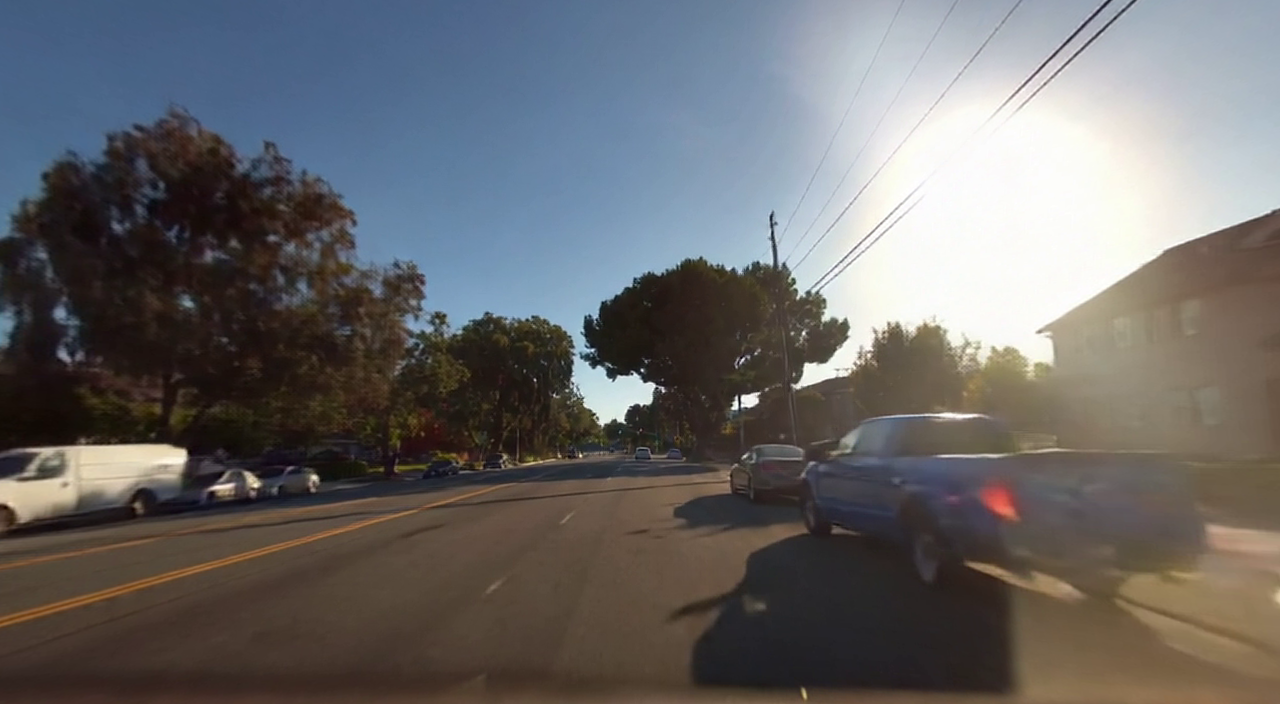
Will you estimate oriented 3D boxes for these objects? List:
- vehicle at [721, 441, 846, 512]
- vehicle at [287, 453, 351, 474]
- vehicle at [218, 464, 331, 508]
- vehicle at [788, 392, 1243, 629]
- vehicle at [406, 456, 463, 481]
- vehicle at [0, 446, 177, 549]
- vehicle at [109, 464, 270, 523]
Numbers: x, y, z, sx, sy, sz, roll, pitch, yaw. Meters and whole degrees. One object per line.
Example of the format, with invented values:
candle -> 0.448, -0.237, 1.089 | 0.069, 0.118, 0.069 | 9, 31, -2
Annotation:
vehicle -> 3.456, 3.094, 16.276 | 2.093, 1.524, 4.835 | 0, -9, 0
vehicle -> -24.154, 8.442, 47.641 | 3.894, 1.459, 1.638 | 0, -12, 0
vehicle -> -13.779, 5.044, 24.174 | 1.802, 1.402, 4.251 | -1, -9, 0
vehicle -> 3.531, 1.616, 7.655 | 2.112, 1.802, 5.474 | 0, -8, 0
vehicle -> -13.594, 7.715, 42.058 | 1.901, 1.481, 4.636 | -1, -9, 4
vehicle -> -13.665, 3.201, 14.319 | 2.155, 1.991, 5.722 | -3, -8, -2
vehicle -> -13.763, 4.298, 19.693 | 1.801, 1.464, 4.367 | 0, -8, 0
